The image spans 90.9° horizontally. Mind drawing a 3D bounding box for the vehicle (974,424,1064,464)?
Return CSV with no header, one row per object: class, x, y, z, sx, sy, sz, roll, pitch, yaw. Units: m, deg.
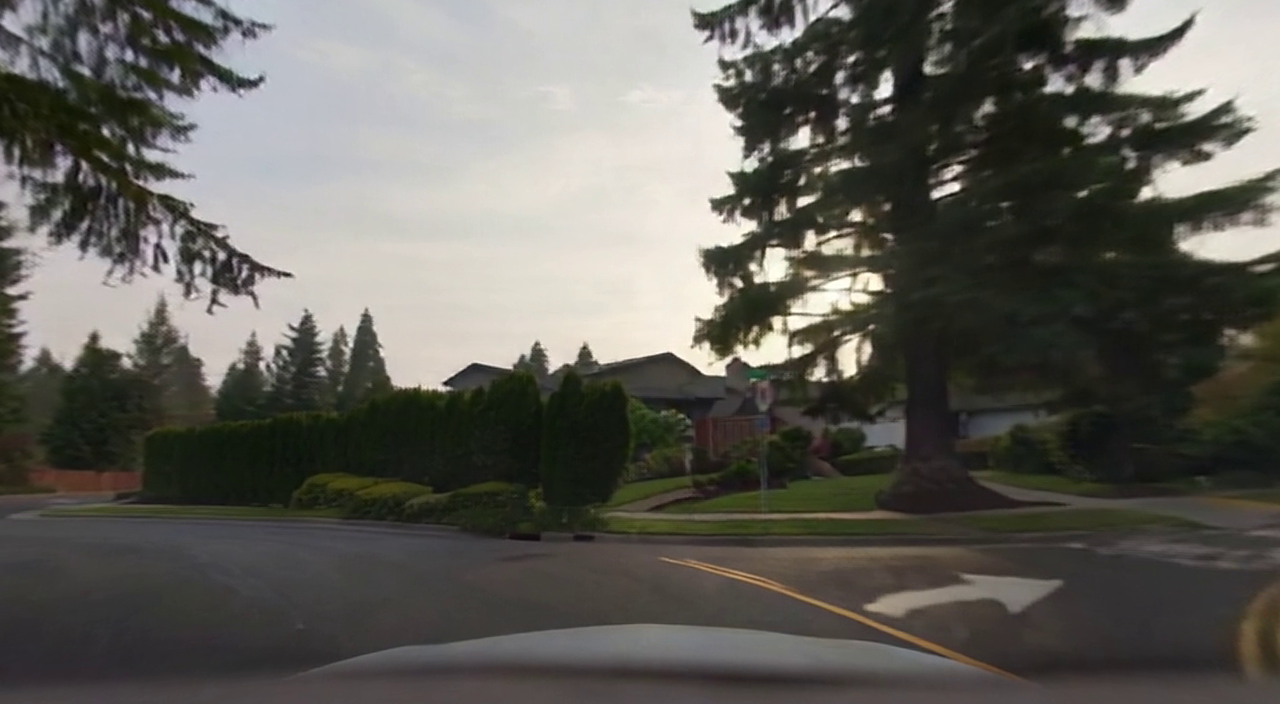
vehicle,15.958,3.919,26.759,1.802,1.548,3.501,-1,-9,5
